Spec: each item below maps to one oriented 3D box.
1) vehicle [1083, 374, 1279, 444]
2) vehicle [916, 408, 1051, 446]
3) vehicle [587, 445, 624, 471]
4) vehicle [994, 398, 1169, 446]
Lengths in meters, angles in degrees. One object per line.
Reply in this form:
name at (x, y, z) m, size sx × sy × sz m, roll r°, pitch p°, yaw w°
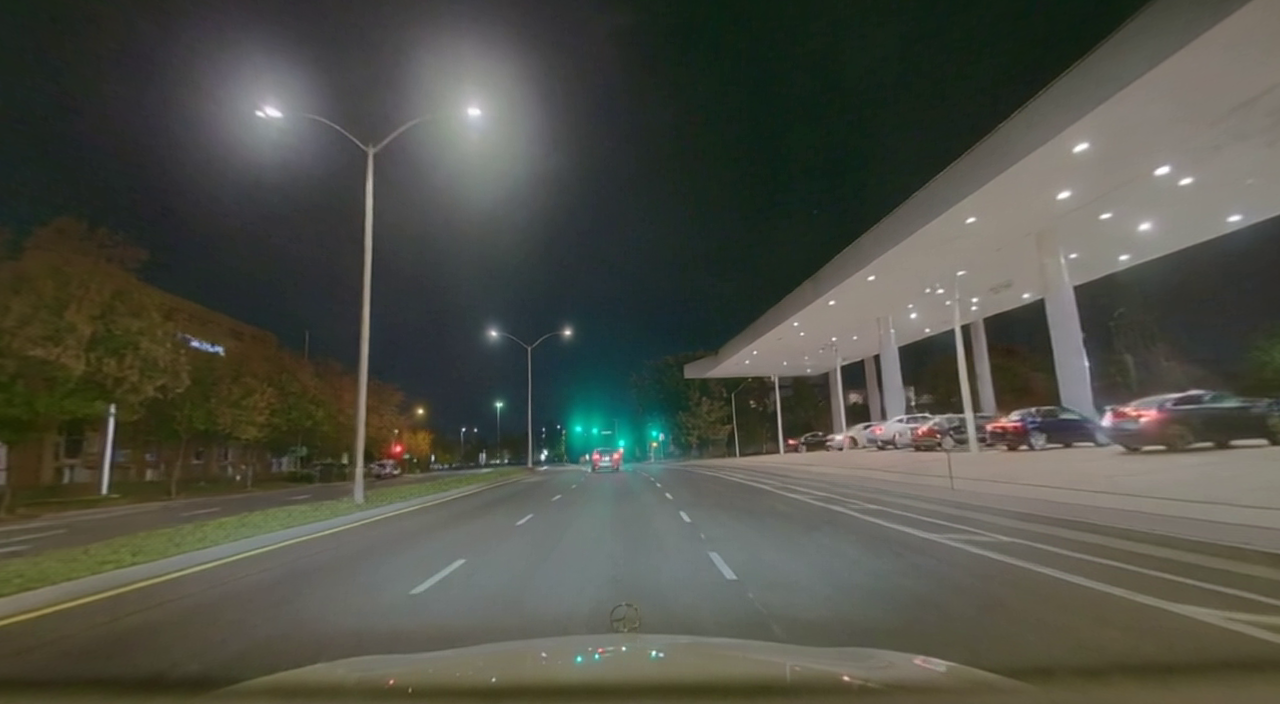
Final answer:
vehicle at (15.273, 1.611, 17.157) m, size 4.851 × 1.737 × 2.189 m, roll 1°, pitch -9°, yaw -4°
vehicle at (14.924, 3.312, 27.664) m, size 4.742 × 1.602 × 1.999 m, roll 0°, pitch -9°, yaw -3°
vehicle at (-2.380, 7.116, 42.669) m, size 2.197 × 1.642 × 4.312 m, roll 1°, pitch -9°, yaw -7°
vehicle at (15.409, 2.509, 22.302) m, size 4.527 × 1.620 × 2.120 m, roll 0°, pitch -8°, yaw 3°
